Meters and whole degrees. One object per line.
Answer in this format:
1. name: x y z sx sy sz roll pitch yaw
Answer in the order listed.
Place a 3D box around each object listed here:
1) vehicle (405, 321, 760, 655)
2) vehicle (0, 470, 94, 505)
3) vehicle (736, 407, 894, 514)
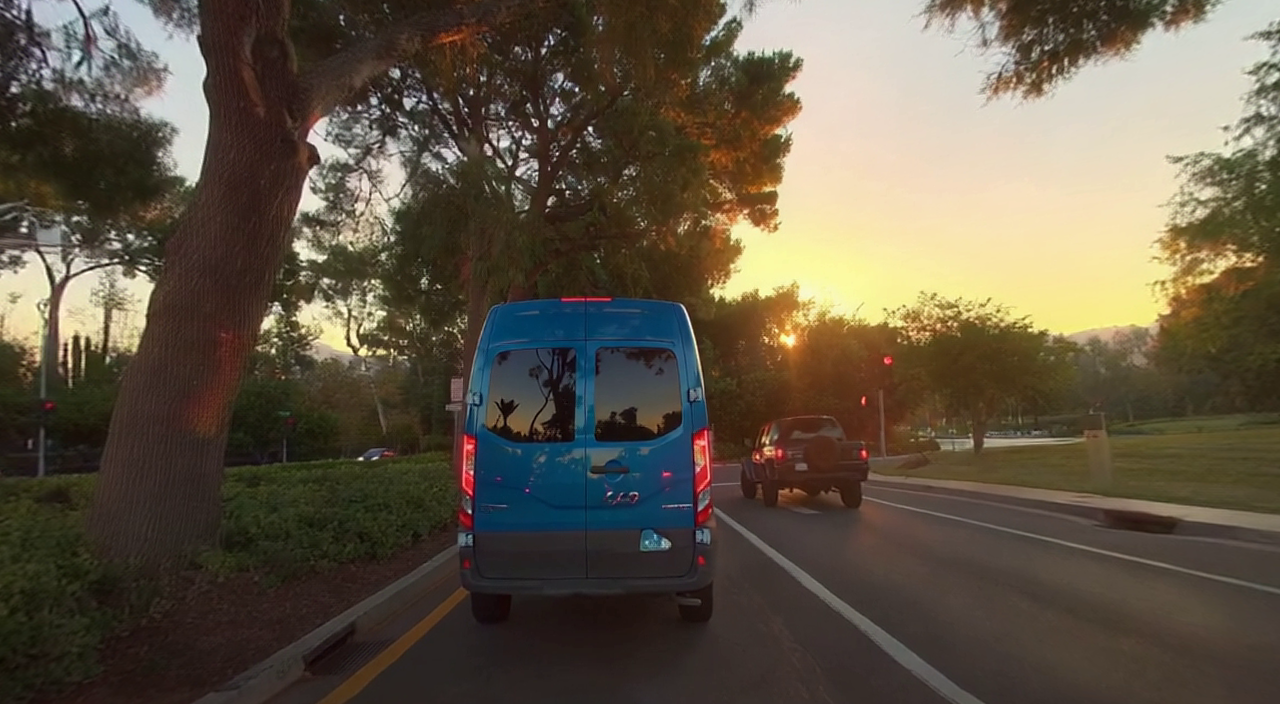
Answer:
1. vehicle: -0.326 1.133 6.098 2.145 2.046 4.309 0 -9 1
2. vehicle: -28.148 6.139 28.704 4.726 1.456 1.873 1 -9 -4
3. vehicle: 3.395 2.207 13.202 1.988 1.873 3.968 0 -9 -3
